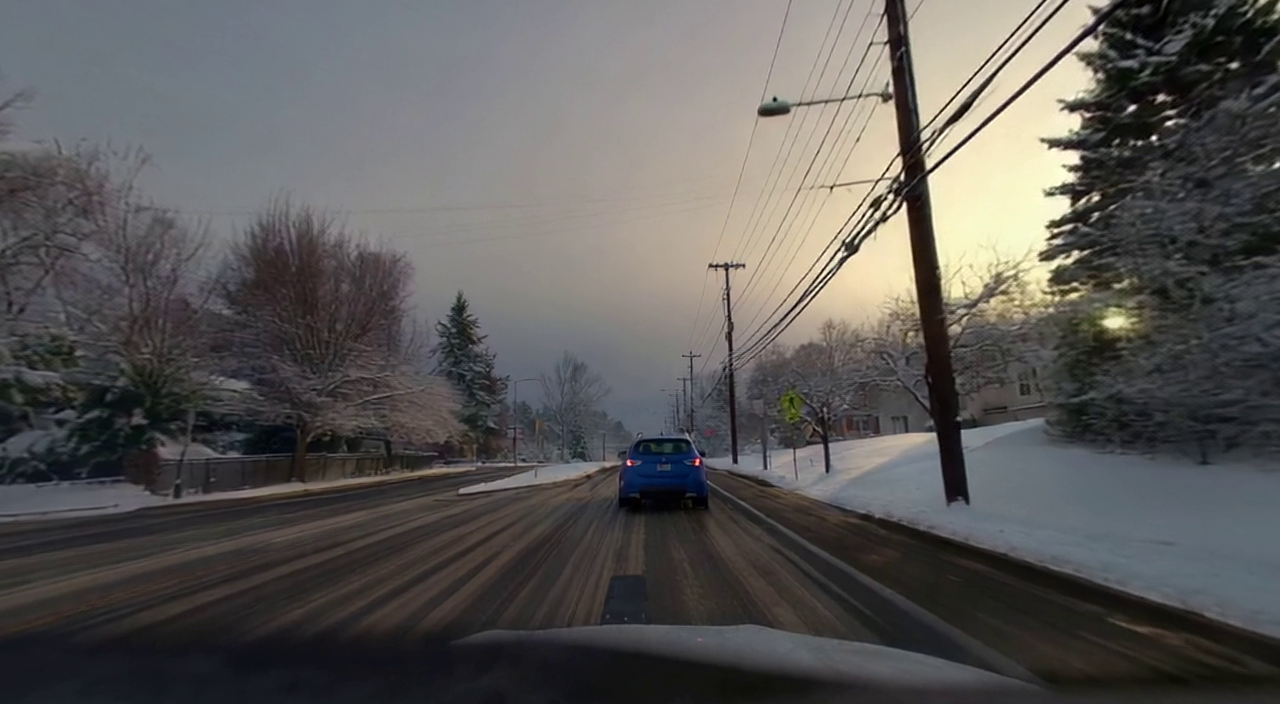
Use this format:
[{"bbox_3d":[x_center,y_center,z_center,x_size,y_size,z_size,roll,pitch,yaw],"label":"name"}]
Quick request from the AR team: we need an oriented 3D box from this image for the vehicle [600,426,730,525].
[{"bbox_3d":[0.418,2.404,12.777,2.200,1.653,4.127,0,-9,0],"label":"vehicle"}]
